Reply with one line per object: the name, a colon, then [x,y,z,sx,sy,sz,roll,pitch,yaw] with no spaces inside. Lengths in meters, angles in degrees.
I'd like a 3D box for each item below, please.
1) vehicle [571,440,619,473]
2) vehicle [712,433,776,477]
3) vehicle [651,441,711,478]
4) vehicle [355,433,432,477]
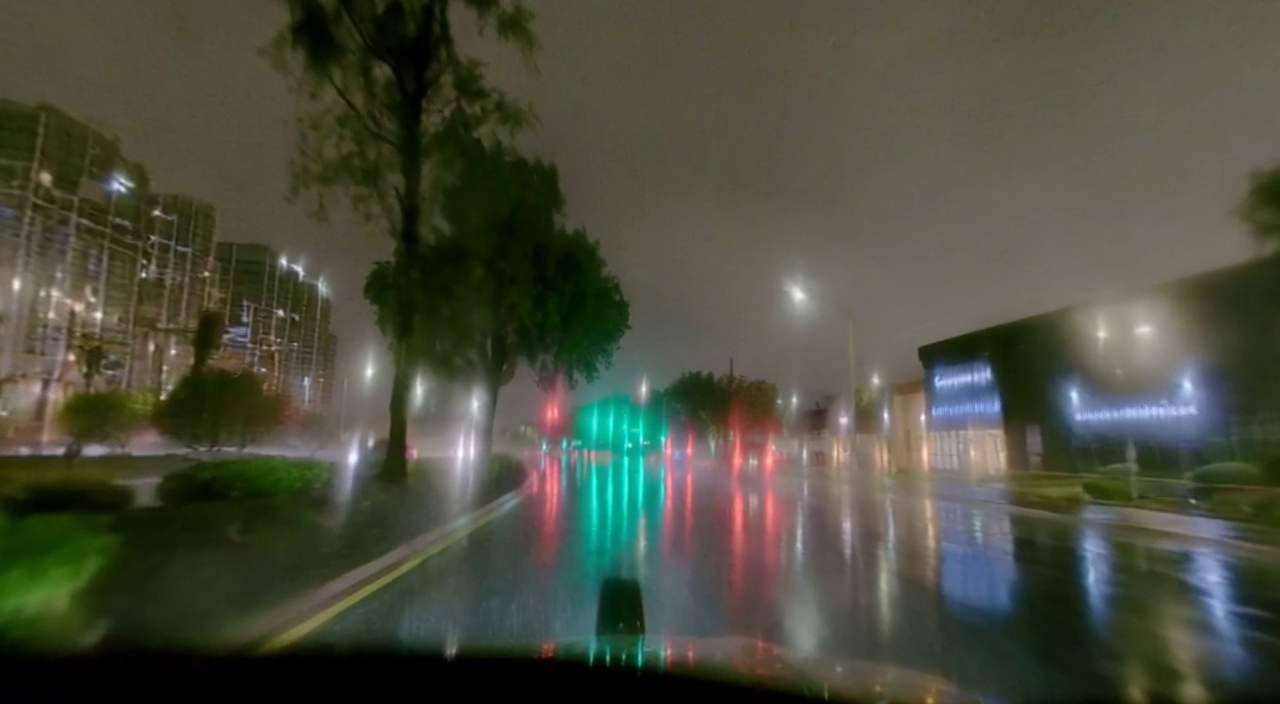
vehicle: [-2.173,4.946,30.035,2.101,1.444,4.248,1,-9,-4]
vehicle: [5.105,5.138,31.703,2.052,1.990,4.736,1,-9,-5]
vehicle: [1.699,4.672,27.721,1.993,1.477,4.240,1,-9,-5]
vehicle: [-11.512,4.833,29.824,2.166,1.867,4.459,1,-9,-5]
